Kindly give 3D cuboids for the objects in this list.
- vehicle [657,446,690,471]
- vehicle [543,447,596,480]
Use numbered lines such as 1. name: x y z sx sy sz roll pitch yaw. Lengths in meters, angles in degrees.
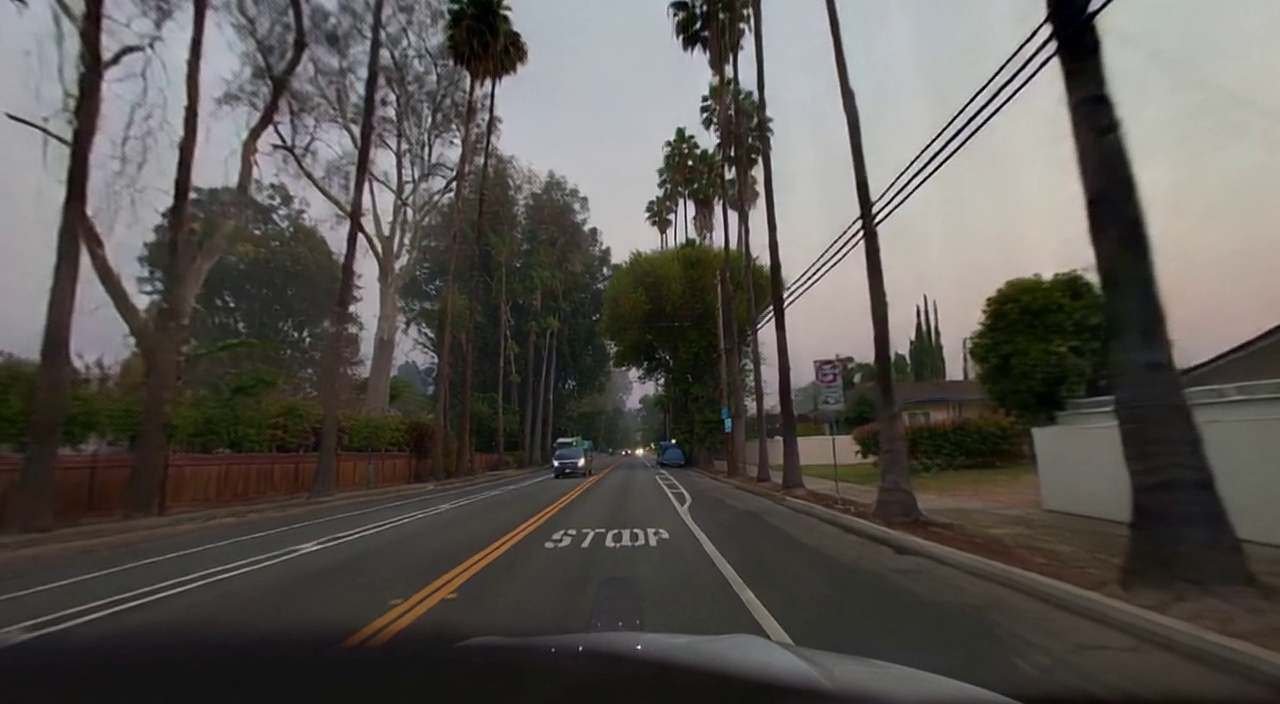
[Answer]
1. vehicle: 2.583 8.345 49.869 2.168 1.851 4.861 0 -9 -1
2. vehicle: -3.835 6.184 35.403 2.336 1.669 5.581 0 -9 0
